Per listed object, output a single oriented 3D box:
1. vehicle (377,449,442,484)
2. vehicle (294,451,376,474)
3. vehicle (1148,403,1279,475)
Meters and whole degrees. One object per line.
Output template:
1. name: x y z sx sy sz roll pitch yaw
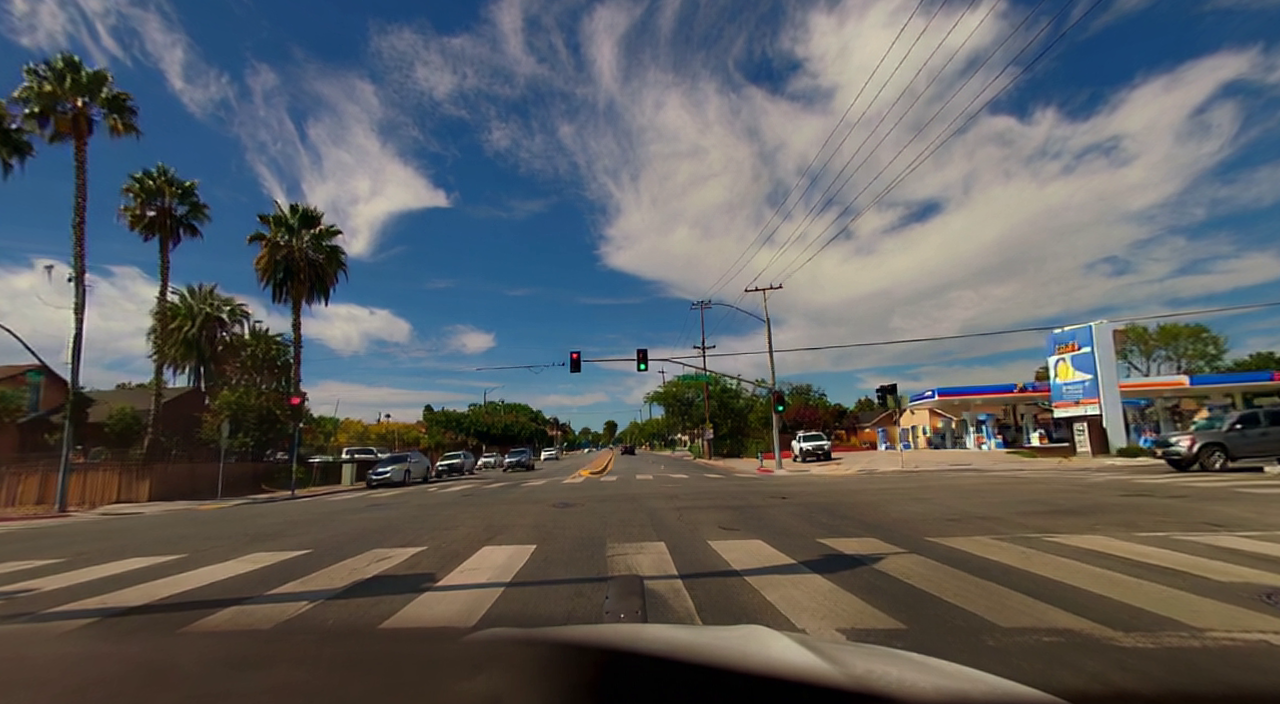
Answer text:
1. vehicle: -13.023 6.464 35.967 2.009 1.777 4.559 0 -9 -1
2. vehicle: -20.947 7.579 43.525 4.672 1.469 1.816 0 -9 -2
3. vehicle: 17.233 2.379 17.273 5.086 1.817 1.952 0 -9 -5
